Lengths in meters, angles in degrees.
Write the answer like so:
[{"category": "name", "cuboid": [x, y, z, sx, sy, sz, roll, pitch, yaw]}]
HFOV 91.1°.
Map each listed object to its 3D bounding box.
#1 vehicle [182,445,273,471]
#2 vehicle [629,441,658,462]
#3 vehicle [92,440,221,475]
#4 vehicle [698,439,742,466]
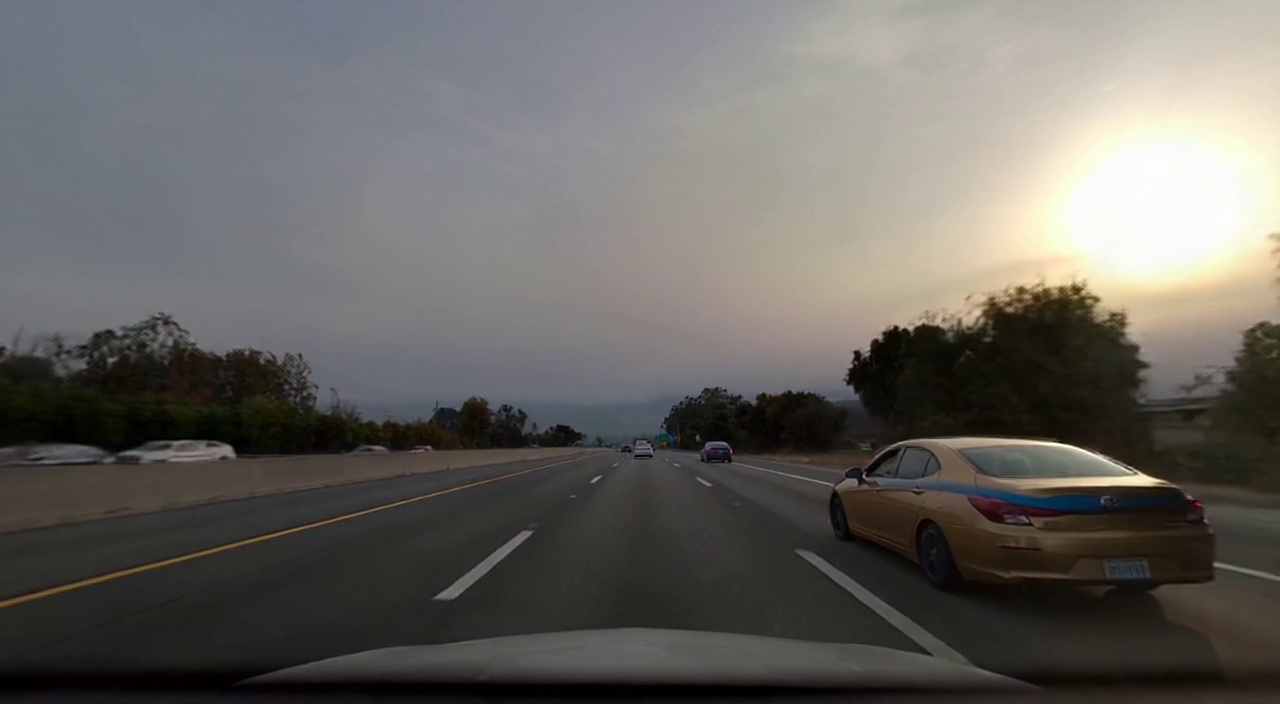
[{"category": "vehicle", "cuboid": [-28.923, 7.402, 44.321, 2.546, 1.681, 5.672, 0, -8, 1]}, {"category": "vehicle", "cuboid": [0.247, 7.363, 46.536, 2.052, 1.449, 3.857, 0, -8, 0]}, {"category": "vehicle", "cuboid": [-29.012, 6.340, 38.139, 2.271, 1.944, 6.850, 0, -8, 1]}, {"category": "vehicle", "cuboid": [4.782, 6.106, 38.229, 2.008, 1.524, 4.598, 0, -8, -1]}]
